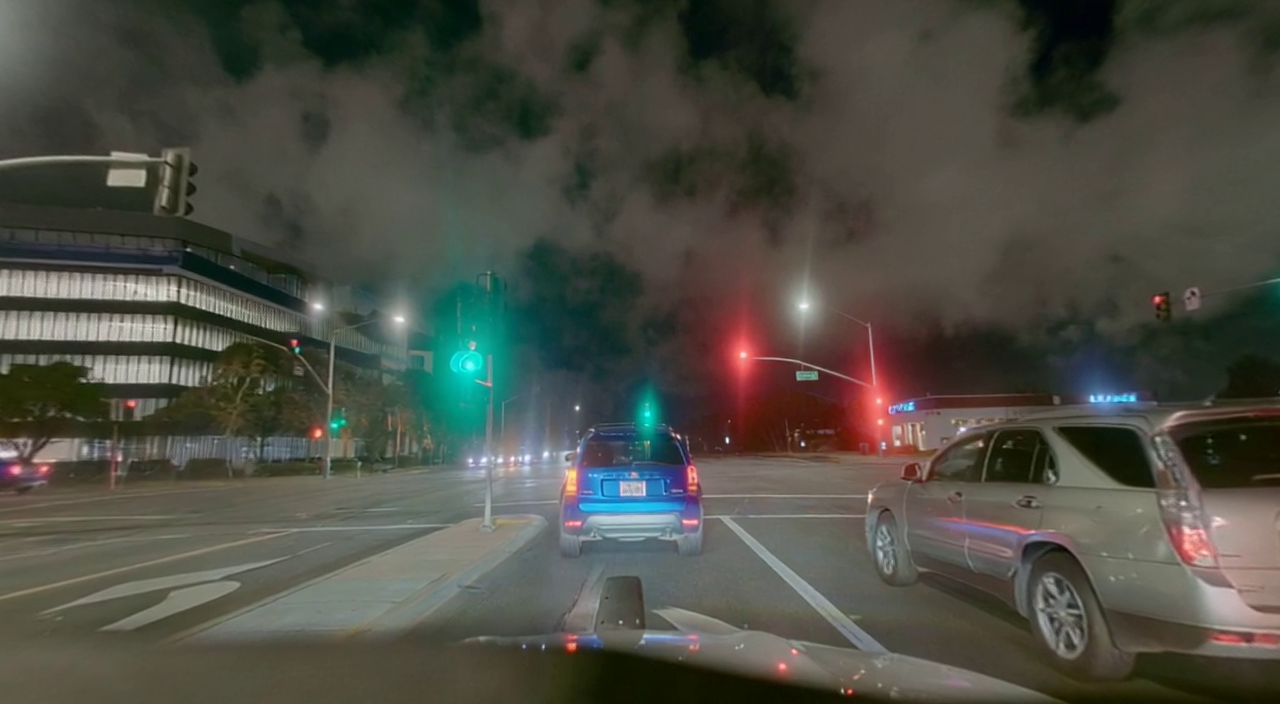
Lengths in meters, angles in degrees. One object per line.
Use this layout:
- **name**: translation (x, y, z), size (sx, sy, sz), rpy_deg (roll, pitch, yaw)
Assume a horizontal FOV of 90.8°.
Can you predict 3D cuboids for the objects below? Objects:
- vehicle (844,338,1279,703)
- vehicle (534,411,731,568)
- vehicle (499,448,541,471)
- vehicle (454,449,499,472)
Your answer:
- **vehicle**: translation (3.210, 1.102, 4.438), size (2.040, 1.674, 4.455), rpy_deg (0, -9, 0)
- **vehicle**: translation (-0.135, 1.894, 9.467), size (2.238, 1.762, 4.445), rpy_deg (0, -9, -1)
- **vehicle**: translation (-8.571, 7.704, 45.395), size (2.163, 1.529, 4.210), rpy_deg (-1, -9, 1)
- **vehicle**: translation (-11.828, 7.864, 46.078), size (2.005, 1.596, 4.342), rpy_deg (-1, -9, 1)
